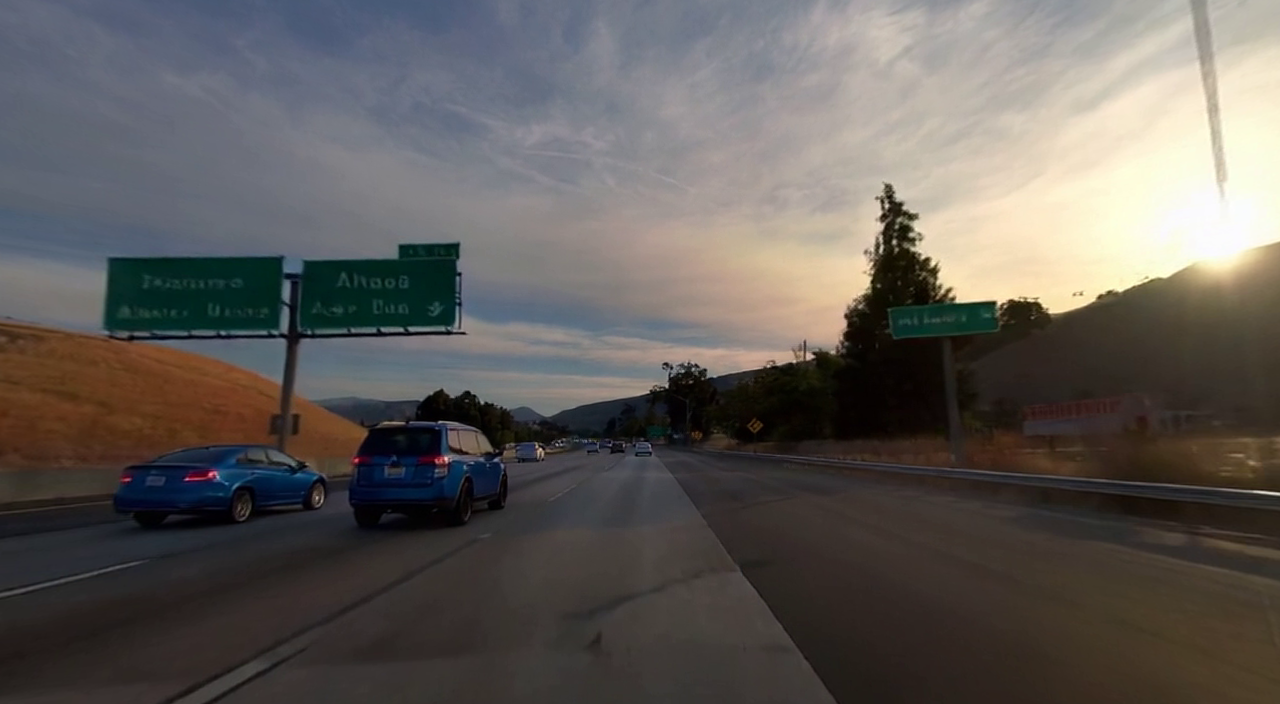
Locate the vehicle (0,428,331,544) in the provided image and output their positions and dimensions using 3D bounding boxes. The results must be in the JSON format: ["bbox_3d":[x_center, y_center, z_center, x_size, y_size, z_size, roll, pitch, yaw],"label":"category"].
[{"bbox_3d":[-7.604,2.133,10.789,1.984,1.508,4.935,0,-9,2],"label":"vehicle"}]

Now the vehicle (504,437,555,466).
[{"bbox_3d":[-6.632,6.031,38.338,2.069,1.636,4.483,0,-9,2],"label":"vehicle"}]

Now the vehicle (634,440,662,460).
[{"bbox_3d":[0.628,7.756,49.894,2.125,1.539,4.356,0,-9,1],"label":"vehicle"}]

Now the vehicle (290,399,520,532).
[{"bbox_3d":[-3.960,2.050,11.840,2.219,1.947,4.924,0,-9,2],"label":"vehicle"}]
